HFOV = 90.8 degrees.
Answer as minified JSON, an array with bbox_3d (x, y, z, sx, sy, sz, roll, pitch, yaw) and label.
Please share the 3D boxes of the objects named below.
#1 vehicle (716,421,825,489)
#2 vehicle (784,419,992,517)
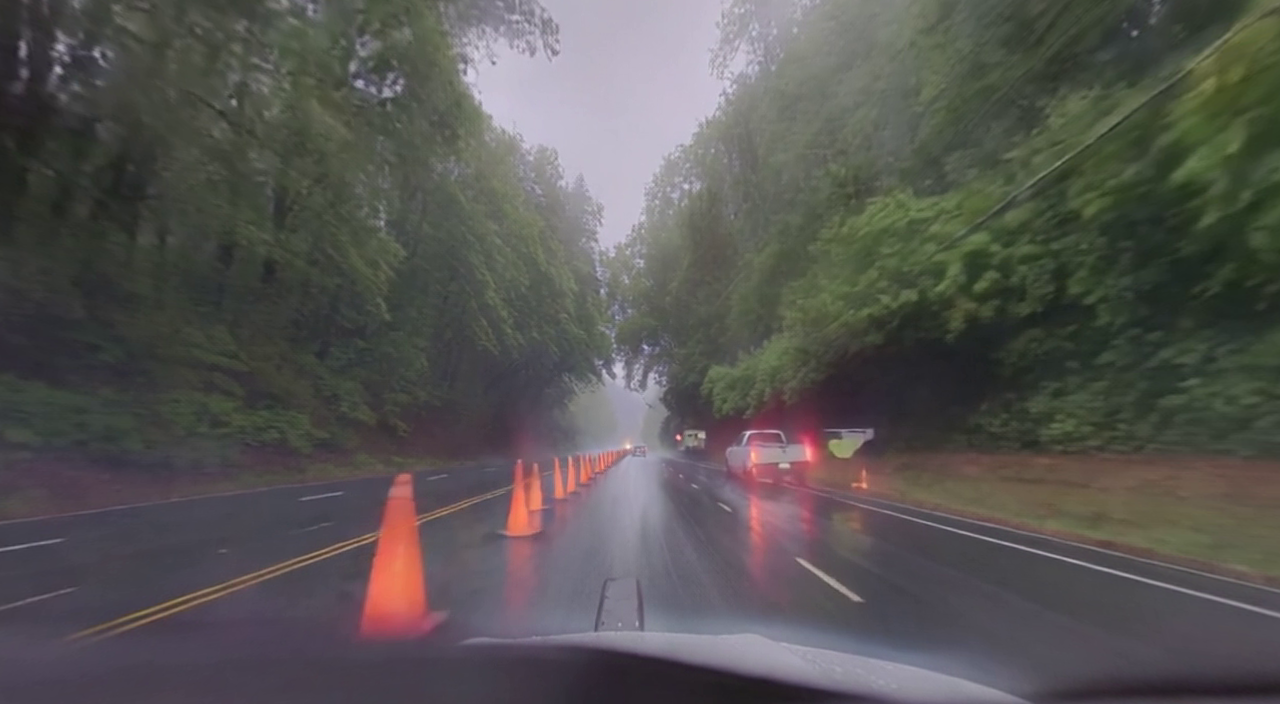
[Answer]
[{"bbox_3d":[4.678,3.999,23.925,2.694,2.177,6.177,1,-11,-1],"label":"vehicle"},{"bbox_3d":[5.755,2.800,15.974,2.294,1.949,6.246,0,-8,-5],"label":"vehicle"}]
